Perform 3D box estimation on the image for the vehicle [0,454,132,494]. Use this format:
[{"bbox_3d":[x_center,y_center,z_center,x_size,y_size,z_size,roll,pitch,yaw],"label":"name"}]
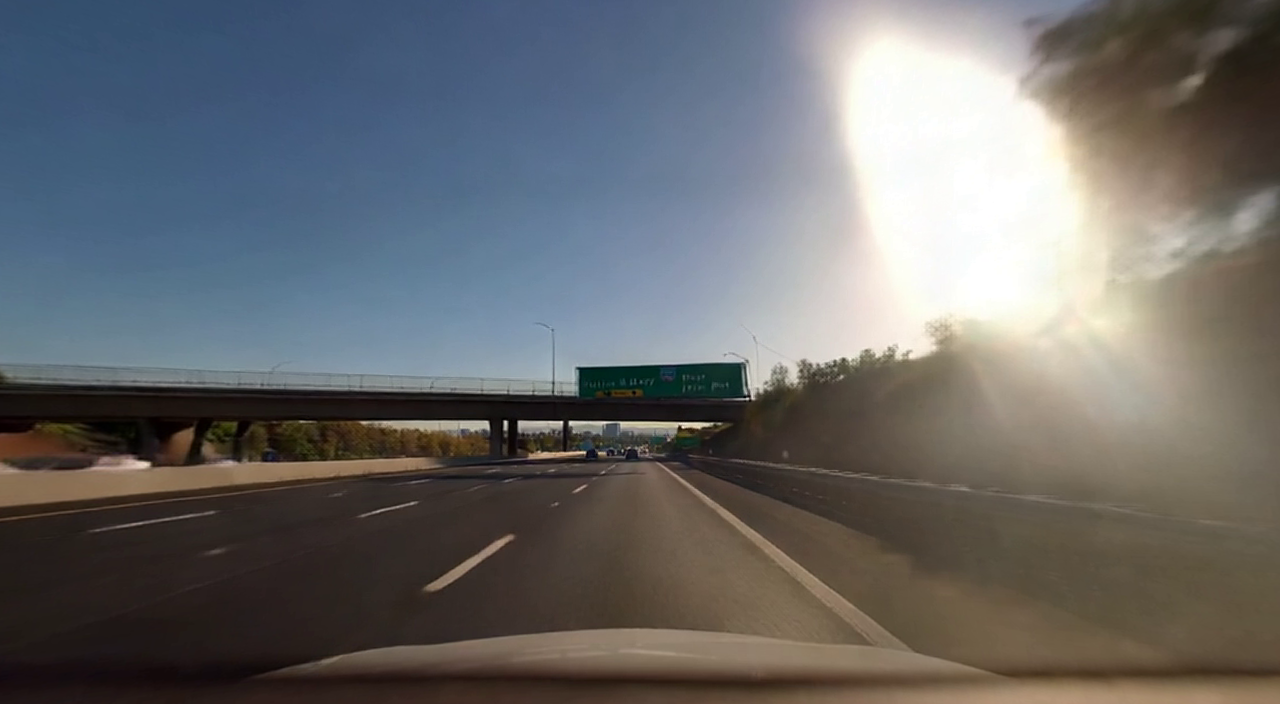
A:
[{"bbox_3d":[-24.637,5.193,27.164,1.837,1.556,4.241,0,-9,0],"label":"vehicle"}]
